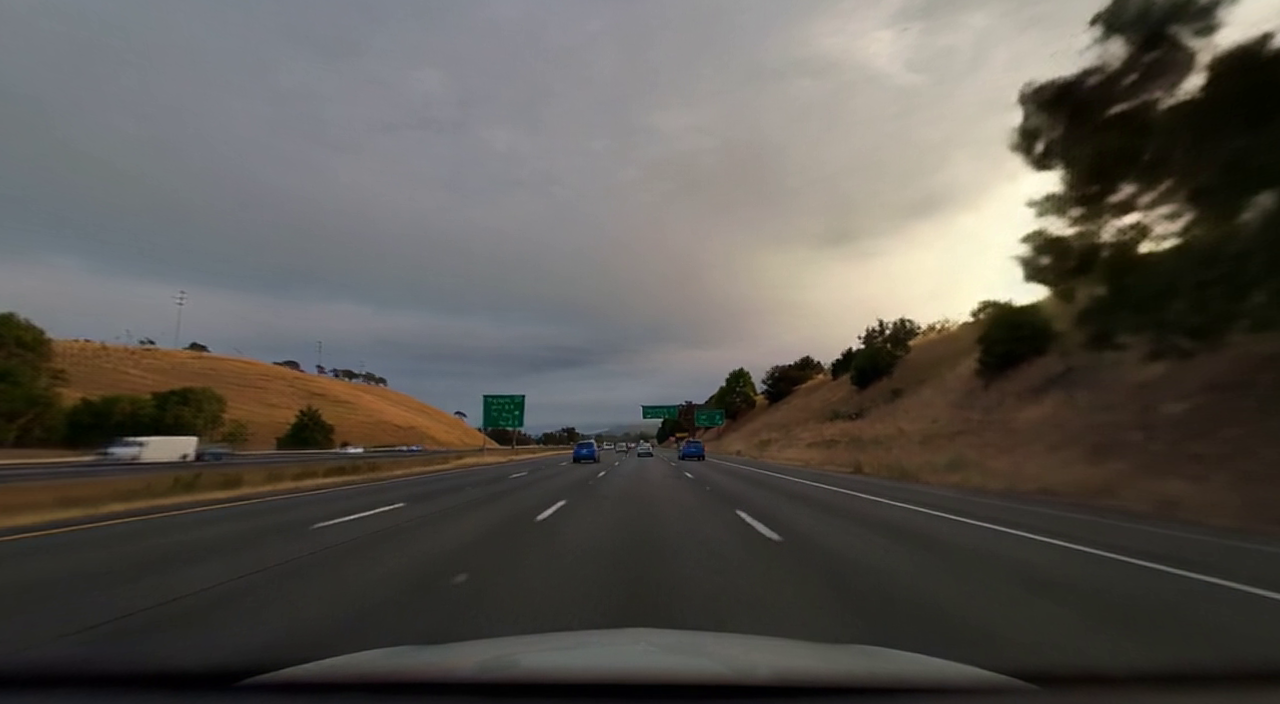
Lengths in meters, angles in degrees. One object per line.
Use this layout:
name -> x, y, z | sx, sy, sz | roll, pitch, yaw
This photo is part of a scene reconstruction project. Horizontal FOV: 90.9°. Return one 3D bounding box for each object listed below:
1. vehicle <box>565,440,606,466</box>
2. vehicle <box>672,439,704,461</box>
vehicle -> -3.438, 6.524, 40.785 | 2.159, 1.562, 4.441 | 0, -8, 1
vehicle -> 3.755, 7.747, 49.966 | 2.168, 1.681, 4.279 | 0, -8, -1
